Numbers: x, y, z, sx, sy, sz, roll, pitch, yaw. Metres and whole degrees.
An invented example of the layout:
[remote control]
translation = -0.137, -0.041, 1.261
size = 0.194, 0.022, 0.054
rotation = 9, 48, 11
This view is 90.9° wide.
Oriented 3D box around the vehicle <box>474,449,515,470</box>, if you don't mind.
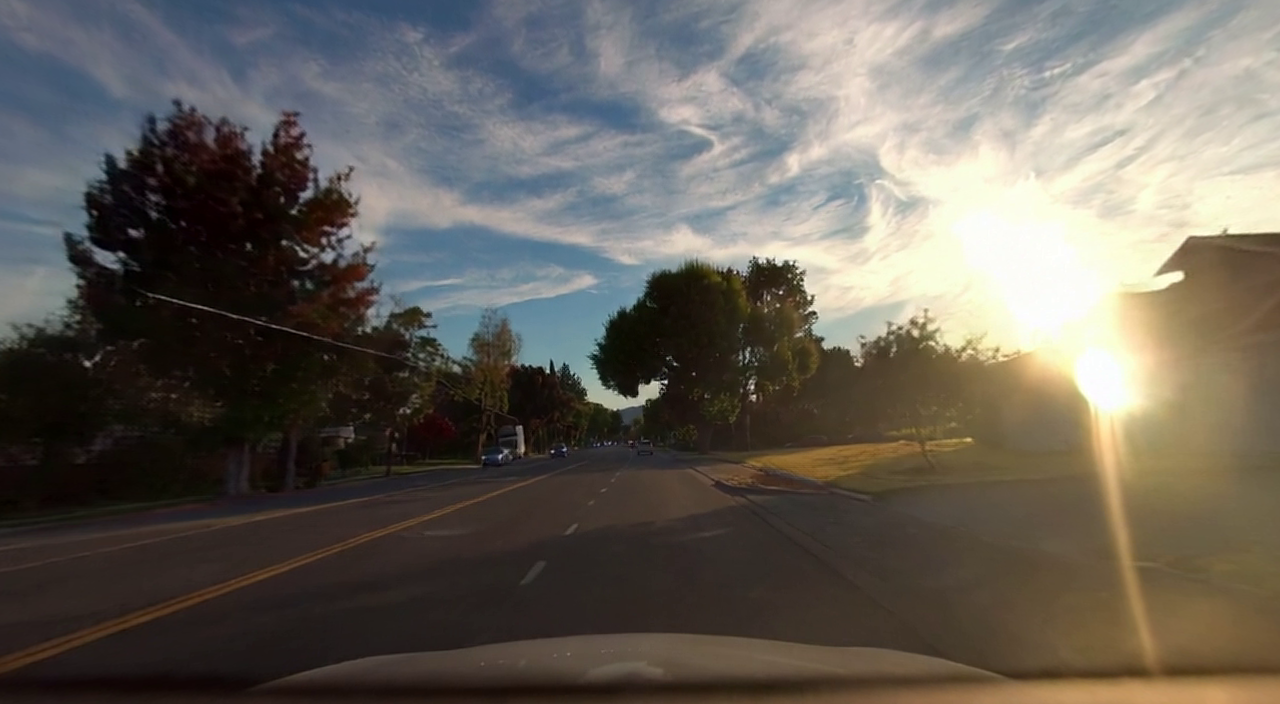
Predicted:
[vehicle]
translation = -11.072, 8.167, 48.211
size = 2.026, 1.519, 4.534
rotation = 0, -9, 1
